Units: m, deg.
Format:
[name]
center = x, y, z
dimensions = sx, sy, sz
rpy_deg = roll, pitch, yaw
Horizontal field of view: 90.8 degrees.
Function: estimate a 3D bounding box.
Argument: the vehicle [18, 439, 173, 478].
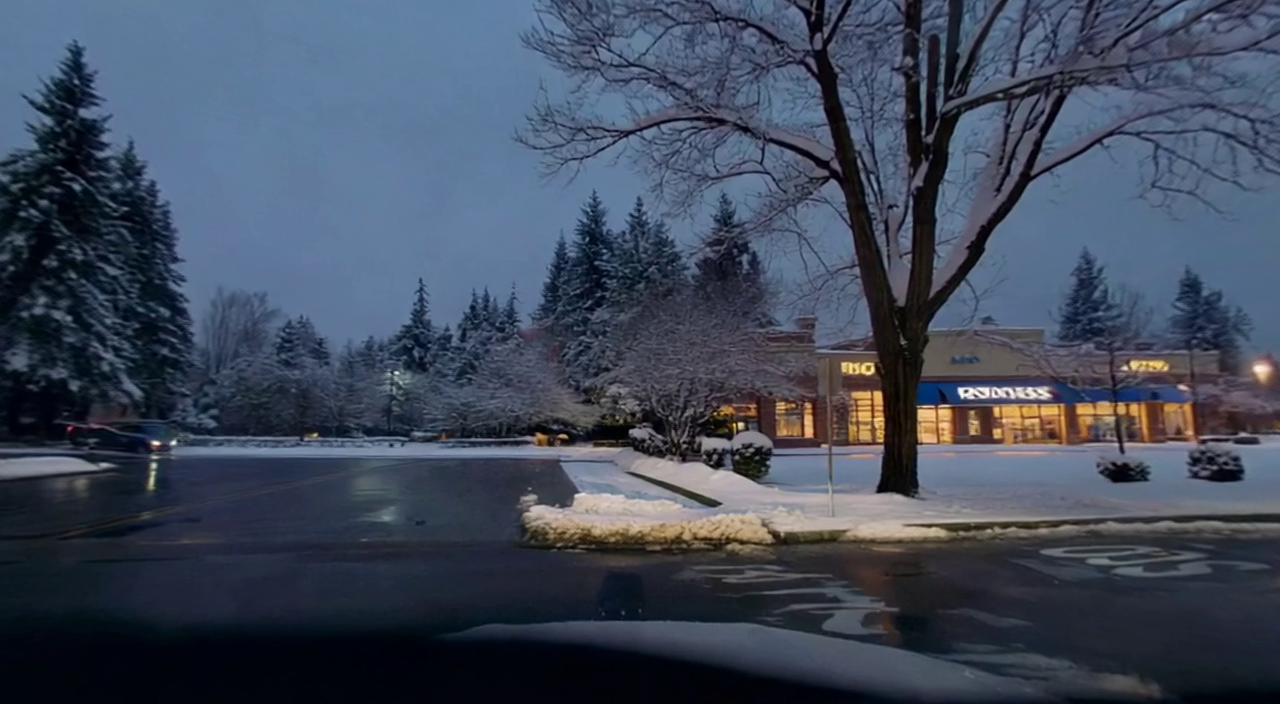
[vehicle]
center = -21.354, 4.195, 24.957
dimensions = 4.240, 1.427, 1.714
rpy_deg = 1, -9, -10
